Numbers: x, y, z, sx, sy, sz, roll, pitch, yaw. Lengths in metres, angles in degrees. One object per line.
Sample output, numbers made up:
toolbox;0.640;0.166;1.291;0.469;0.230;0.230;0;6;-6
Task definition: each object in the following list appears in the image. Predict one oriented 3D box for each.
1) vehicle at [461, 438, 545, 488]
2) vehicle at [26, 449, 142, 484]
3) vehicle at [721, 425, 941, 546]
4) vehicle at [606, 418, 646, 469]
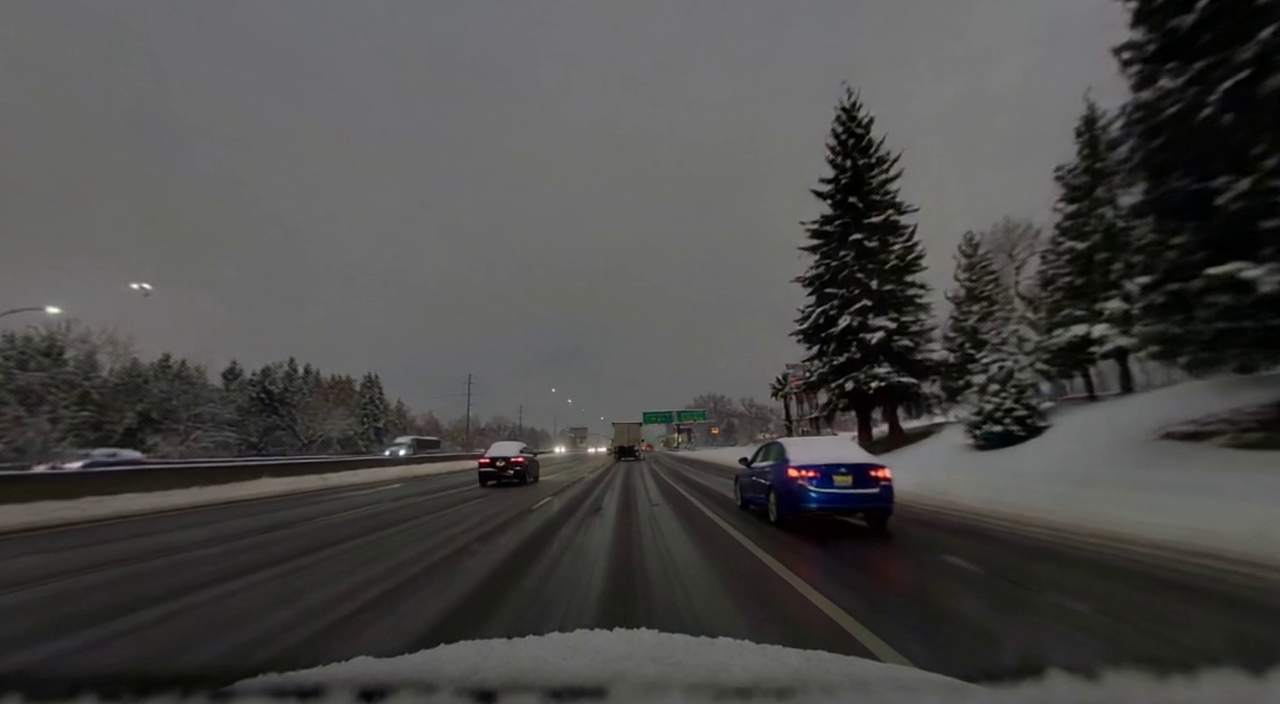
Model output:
vehicle;-4.859;4.003;23.171;2.021;1.598;4.887;0;-9;-1
vehicle;-32.025;6.576;36.636;2.151;1.871;4.979;0;-9;0
vehicle;2.876;2.133;10.846;2.175;1.598;4.584;0;-9;-2
vehicle;-0.949;5.828;40.356;2.364;2.953;6.495;0;-8;-2
